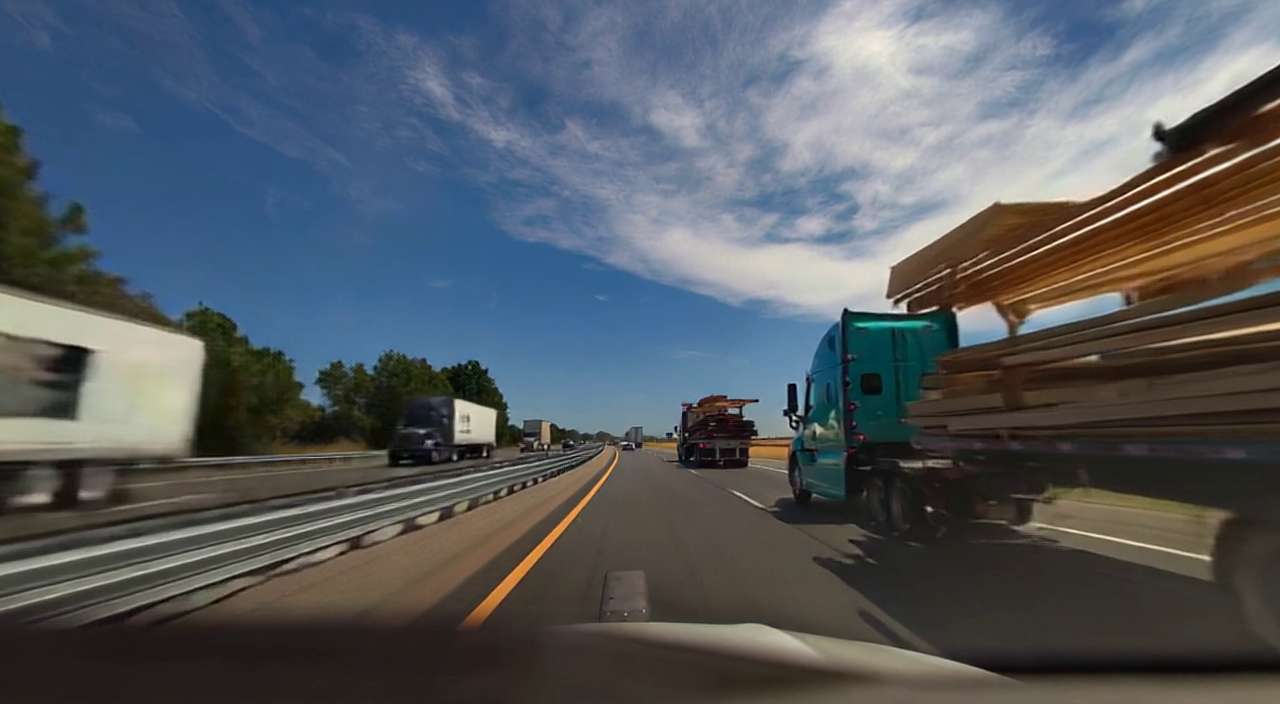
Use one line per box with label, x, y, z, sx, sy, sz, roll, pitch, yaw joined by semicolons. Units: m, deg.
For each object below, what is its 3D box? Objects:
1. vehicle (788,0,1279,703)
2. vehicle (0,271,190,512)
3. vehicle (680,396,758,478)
vehicle;4.724;0.157;5.213;3.024;4.065;13.796;-1;-8;-2
vehicle;-12.248;0.268;7.956;2.969;4.021;13.849;0;-9;-1
vehicle;4.468;5.400;39.543;3.023;4.054;16.882;0;-8;1
